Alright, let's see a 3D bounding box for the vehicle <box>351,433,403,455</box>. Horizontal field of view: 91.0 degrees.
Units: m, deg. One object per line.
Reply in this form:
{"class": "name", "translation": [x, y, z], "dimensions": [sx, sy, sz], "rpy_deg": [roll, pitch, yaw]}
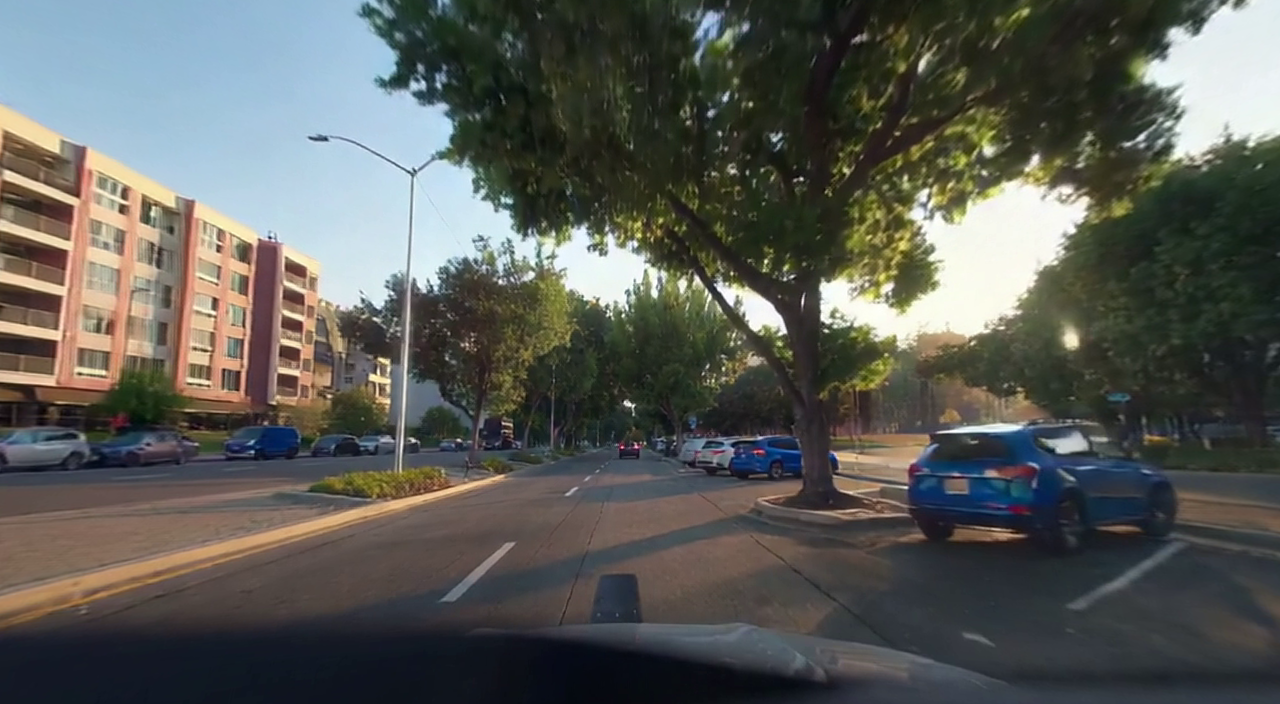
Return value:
{"class": "vehicle", "translation": [-19.059, 6.722, 45.816], "dimensions": [1.811, 1.502, 4.639], "rpy_deg": [0, -8, -1]}

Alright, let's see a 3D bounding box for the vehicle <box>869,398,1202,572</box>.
{"class": "vehicle", "translation": [5.000, 1.507, 7.859], "dimensions": [3.995, 1.604, 1.973], "rpy_deg": [5, -10, -34]}

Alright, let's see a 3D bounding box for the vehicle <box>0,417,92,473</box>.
{"class": "vehicle", "translation": [-19.023, 2.810, 19.003], "dimensions": [1.729, 1.566, 3.462], "rpy_deg": [-1, -8, 1]}

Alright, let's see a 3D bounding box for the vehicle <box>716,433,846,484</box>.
{"class": "vehicle", "translation": [4.683, 3.435, 20.686], "dimensions": [4.047, 1.497, 1.898], "rpy_deg": [5, -10, -35]}

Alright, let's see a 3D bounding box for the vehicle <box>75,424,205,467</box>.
{"class": "vehicle", "translation": [-19.057, 3.591, 24.243], "dimensions": [1.822, 1.506, 3.809], "rpy_deg": [-1, -8, 1]}

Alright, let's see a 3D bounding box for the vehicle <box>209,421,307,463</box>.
{"class": "vehicle", "translation": [-19.055, 4.517, 31.682], "dimensions": [1.972, 1.839, 4.553], "rpy_deg": [3, -8, 1]}

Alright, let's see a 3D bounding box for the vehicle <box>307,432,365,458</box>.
{"class": "vehicle", "translation": [-19.097, 5.855, 39.703], "dimensions": [1.807, 1.501, 4.134], "rpy_deg": [0, -8, -3]}
